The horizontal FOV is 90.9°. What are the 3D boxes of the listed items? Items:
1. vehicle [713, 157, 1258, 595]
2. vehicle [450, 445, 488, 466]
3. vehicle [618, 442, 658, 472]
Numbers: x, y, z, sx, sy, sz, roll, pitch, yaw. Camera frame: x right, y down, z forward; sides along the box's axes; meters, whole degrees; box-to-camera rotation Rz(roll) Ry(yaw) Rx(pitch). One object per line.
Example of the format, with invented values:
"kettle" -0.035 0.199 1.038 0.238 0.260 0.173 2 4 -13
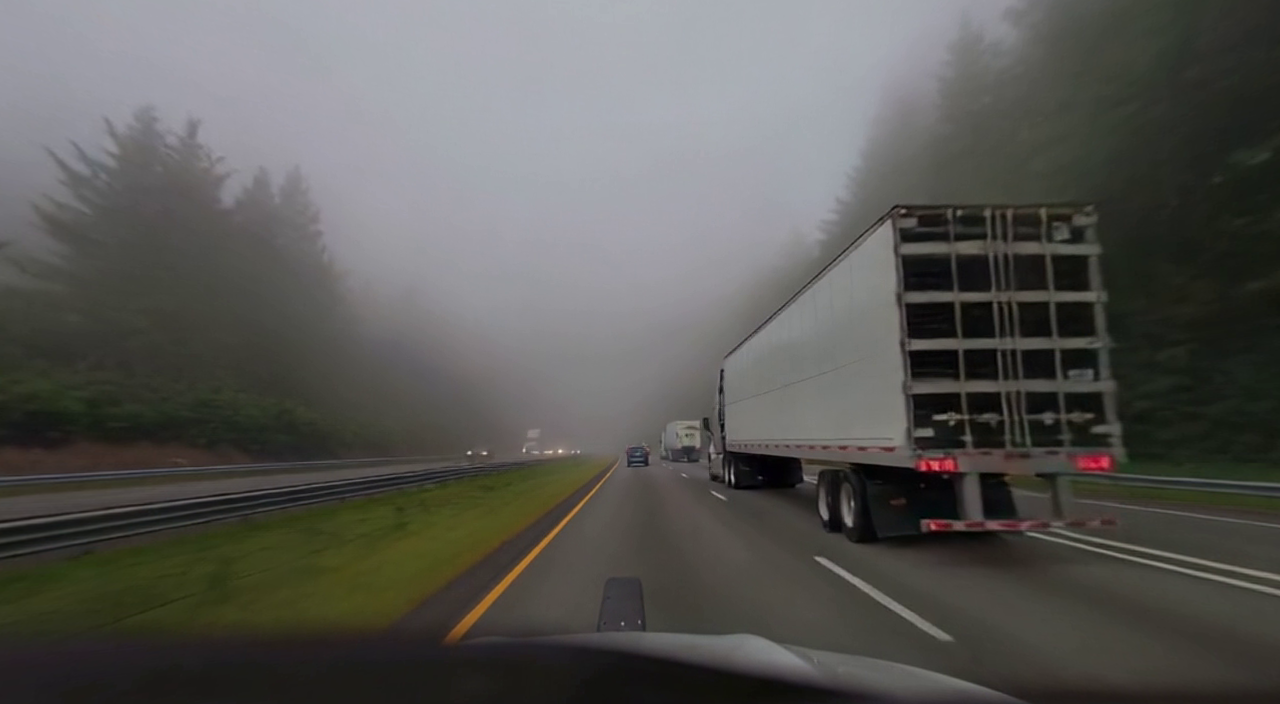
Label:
"vehicle" 3.896 1.222 13.015 2.883 4.057 14.579 0 -9 -1
"vehicle" -13.460 8.154 49.838 1.827 1.507 4.508 0 -9 0
"vehicle" -0.133 5.778 34.803 2.051 1.513 4.511 0 -9 0
